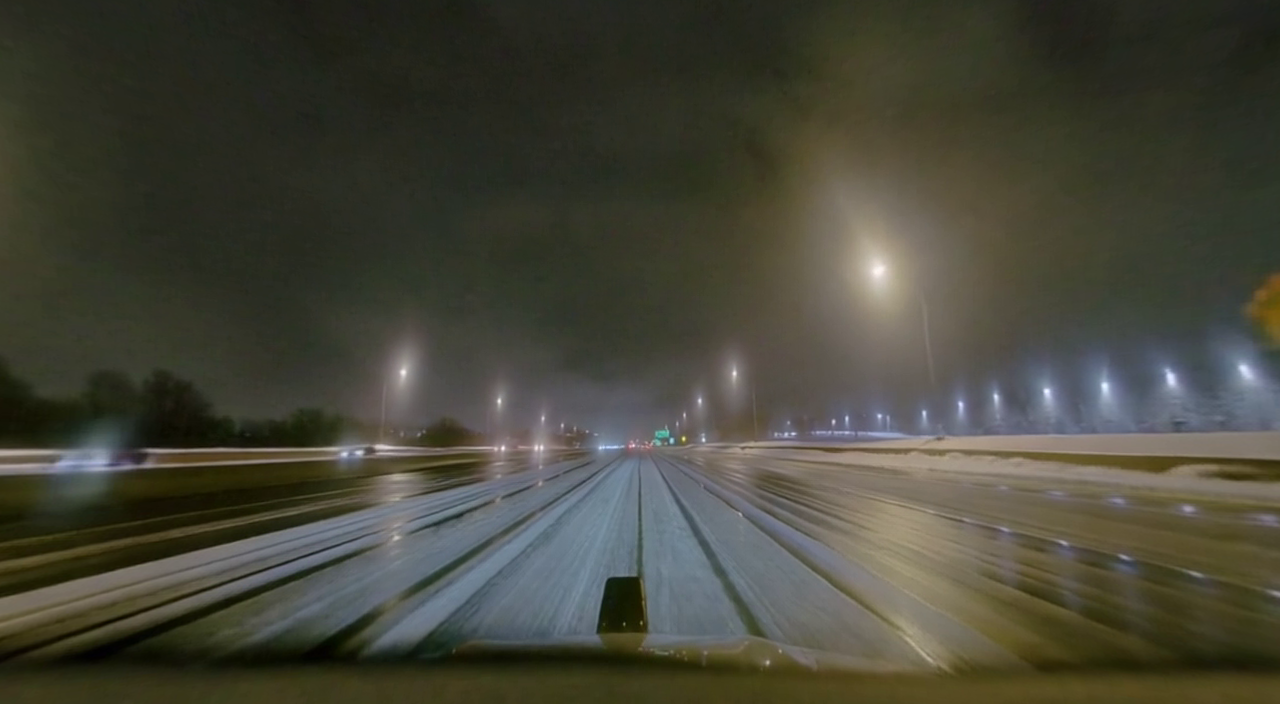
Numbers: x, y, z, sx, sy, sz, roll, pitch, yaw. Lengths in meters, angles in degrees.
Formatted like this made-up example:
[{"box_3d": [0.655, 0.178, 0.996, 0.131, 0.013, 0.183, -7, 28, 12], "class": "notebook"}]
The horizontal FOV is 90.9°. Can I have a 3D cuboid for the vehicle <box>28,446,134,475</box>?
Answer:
[{"box_3d": [-31.601, 6.109, 35.873, 1.810, 1.505, 4.512, 0, -8, 1], "class": "vehicle"}]
